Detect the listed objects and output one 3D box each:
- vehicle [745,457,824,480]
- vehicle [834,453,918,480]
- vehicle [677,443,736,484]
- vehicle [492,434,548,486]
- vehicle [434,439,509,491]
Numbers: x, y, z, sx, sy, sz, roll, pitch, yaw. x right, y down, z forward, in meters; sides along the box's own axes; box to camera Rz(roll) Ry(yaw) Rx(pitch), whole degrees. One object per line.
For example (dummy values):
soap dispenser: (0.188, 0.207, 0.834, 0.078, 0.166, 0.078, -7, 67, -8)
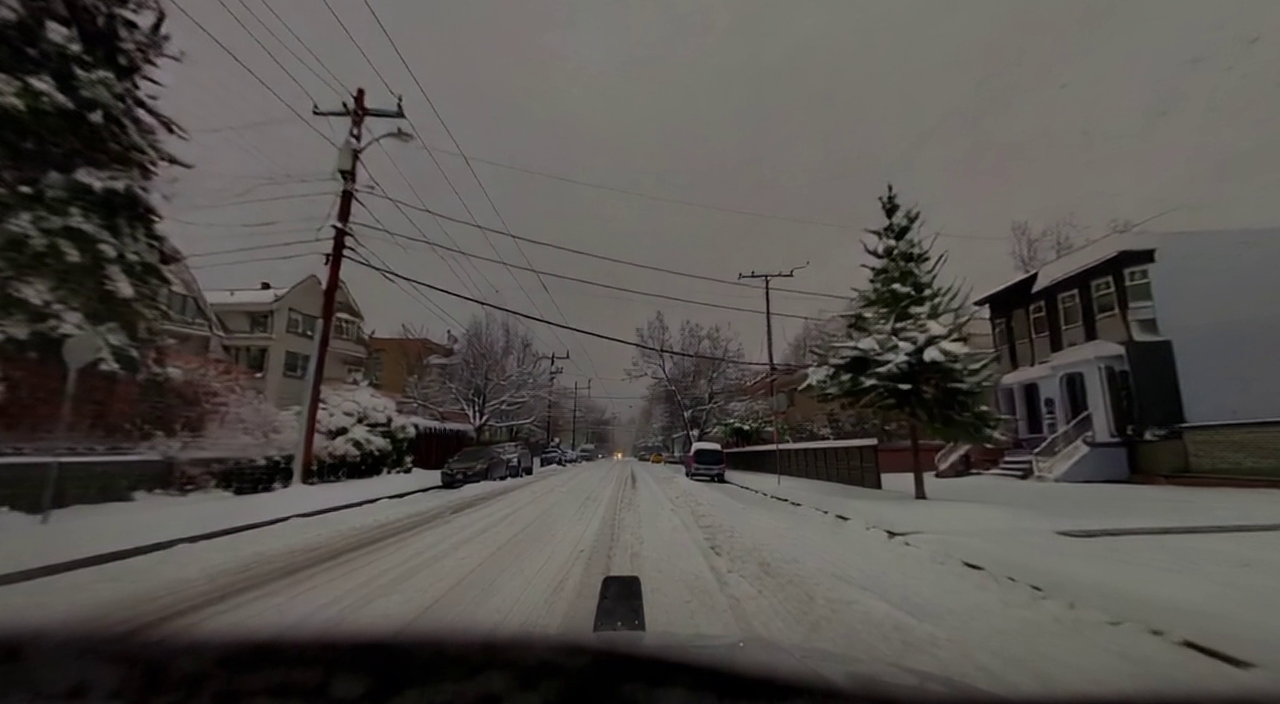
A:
vehicle: (9.802, 7.929, 42.981, 4.850, 1.506, 1.971, 0, -8, 0)
vehicle: (13.680, 6.651, 36.655, 4.107, 1.481, 1.831, 0, -8, -2)
vehicle: (3.083, 5.292, 30.333, 2.159, 1.760, 5.345, 0, -8, -1)
vehicle: (-7.226, 6.739, 38.496, 2.153, 1.982, 6.150, -5, -19, -1)
vehicle: (-7.170, 4.987, 27.283, 1.947, 1.480, 4.330, -3, -19, 1)
